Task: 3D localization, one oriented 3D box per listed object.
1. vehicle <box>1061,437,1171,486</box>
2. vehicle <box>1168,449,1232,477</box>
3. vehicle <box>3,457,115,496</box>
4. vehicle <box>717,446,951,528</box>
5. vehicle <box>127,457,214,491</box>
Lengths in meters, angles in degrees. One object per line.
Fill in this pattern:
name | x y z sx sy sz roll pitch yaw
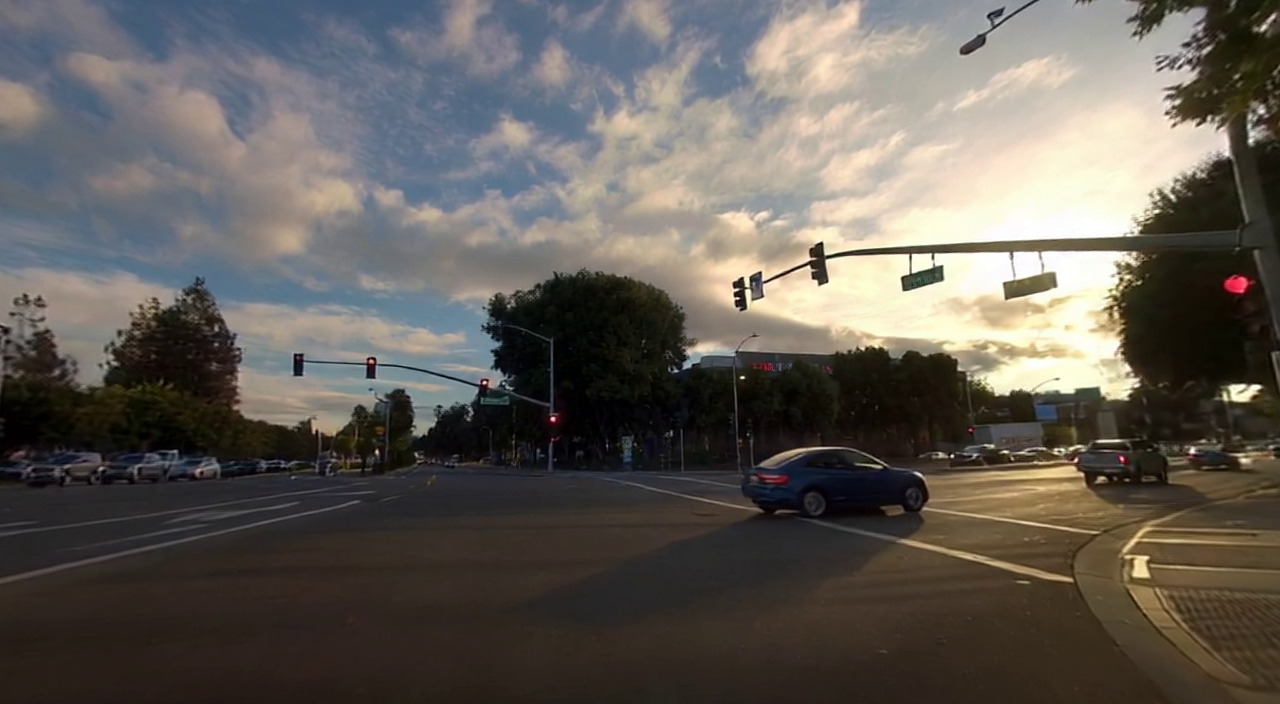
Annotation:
vehicle | 21.357 4.825 28.239 5.896 1.937 2.358 7 -11 -38
vehicle | 32.217 6.329 36.289 4.728 1.471 1.957 7 -11 -40
vehicle | -28.317 6.044 31.017 2.081 1.670 4.376 2 -9 -14
vehicle | 4.217 2.793 13.654 4.702 1.468 1.999 4 -10 -27
vehicle | -25.068 6.504 33.974 2.020 1.615 4.656 2 -9 -14
